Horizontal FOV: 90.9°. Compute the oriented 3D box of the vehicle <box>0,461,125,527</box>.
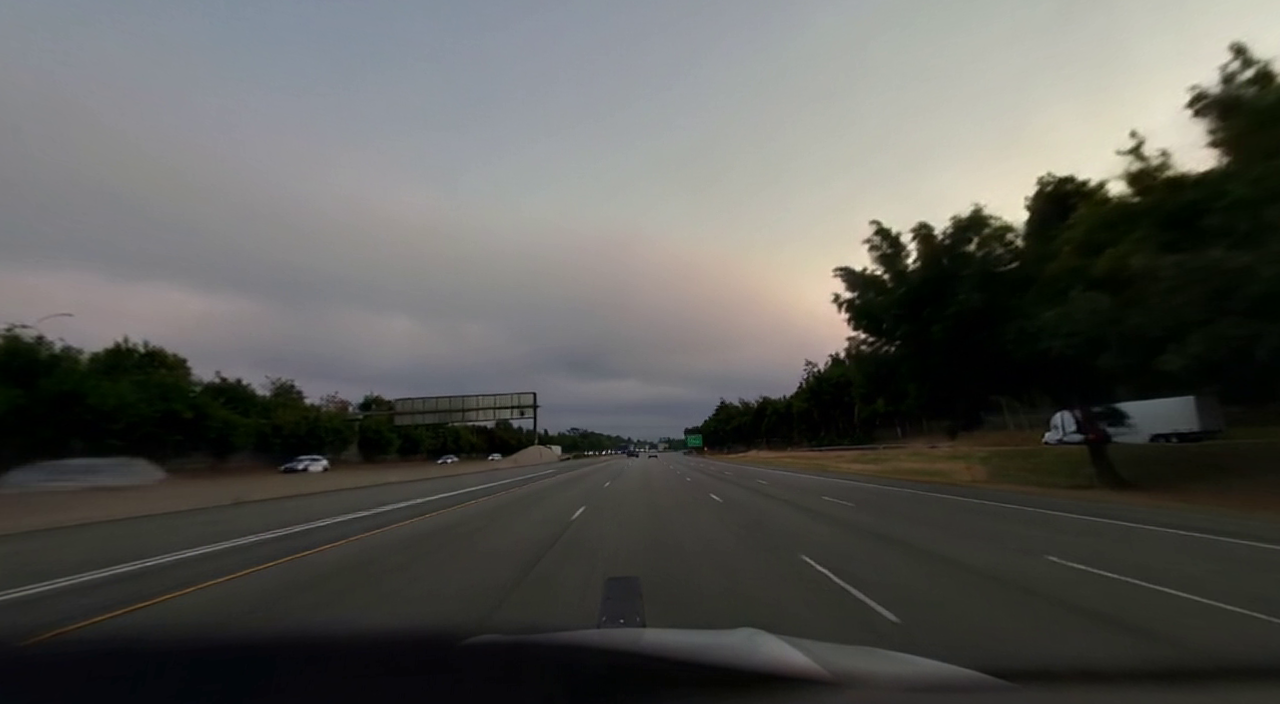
[{"bbox_3d":[-16.122,3.594,16.188,1.982,1.464,4.481,0,-9,-1],"label":"vehicle"}]
